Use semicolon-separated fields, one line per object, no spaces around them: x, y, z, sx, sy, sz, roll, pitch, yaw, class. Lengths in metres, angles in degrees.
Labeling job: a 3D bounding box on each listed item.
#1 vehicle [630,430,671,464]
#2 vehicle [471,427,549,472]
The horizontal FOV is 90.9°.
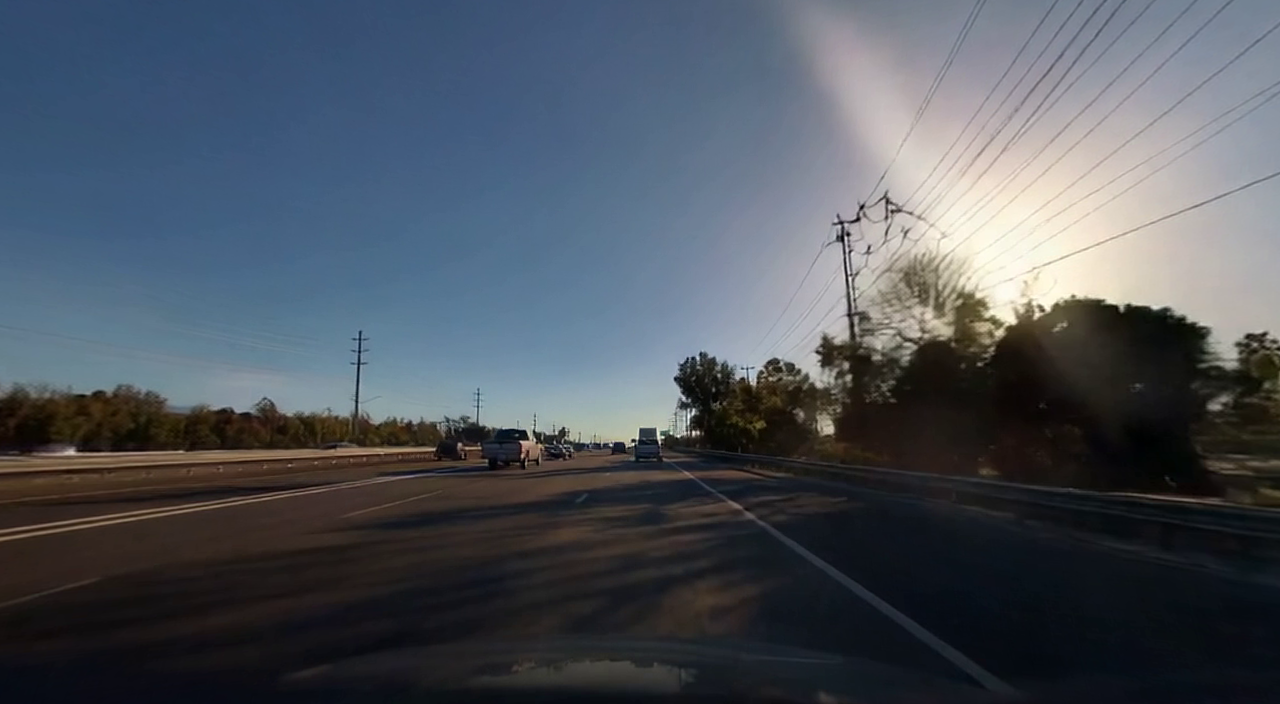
0.654;6.134;40.897;2.448;2.025;5.193;0;-8;0;vehicle
-6.307;4.847;31.614;2.460;1.992;6.474;0;-8;0;vehicle
